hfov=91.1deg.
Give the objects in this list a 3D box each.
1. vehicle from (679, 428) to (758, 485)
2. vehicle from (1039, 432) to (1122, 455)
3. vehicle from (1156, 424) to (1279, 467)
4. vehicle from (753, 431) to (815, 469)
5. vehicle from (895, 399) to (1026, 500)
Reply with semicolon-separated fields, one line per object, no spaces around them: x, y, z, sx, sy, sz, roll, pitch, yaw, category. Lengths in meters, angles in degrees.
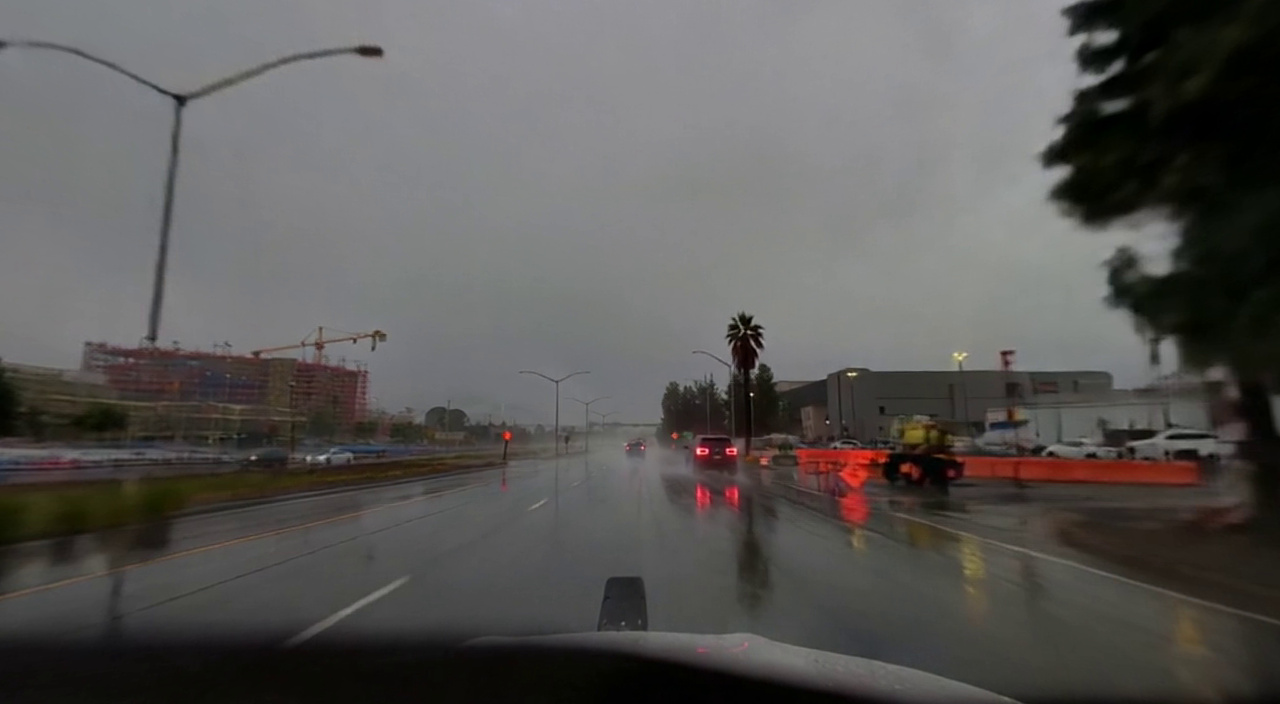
2.908;4.070;24.860;2.386;1.970;5.665;0;-8;0;vehicle
30.644;6.387;43.667;4.762;1.523;1.933;2;-8;-13;vehicle
30.396;4.717;31.732;6.580;2.031;2.456;1;-8;-3;vehicle
10.833;7.417;48.020;2.799;2.593;7.710;-1;-8;0;vehicle
11.006;3.274;21.377;2.609;2.976;4.867;-8;-11;41;vehicle
